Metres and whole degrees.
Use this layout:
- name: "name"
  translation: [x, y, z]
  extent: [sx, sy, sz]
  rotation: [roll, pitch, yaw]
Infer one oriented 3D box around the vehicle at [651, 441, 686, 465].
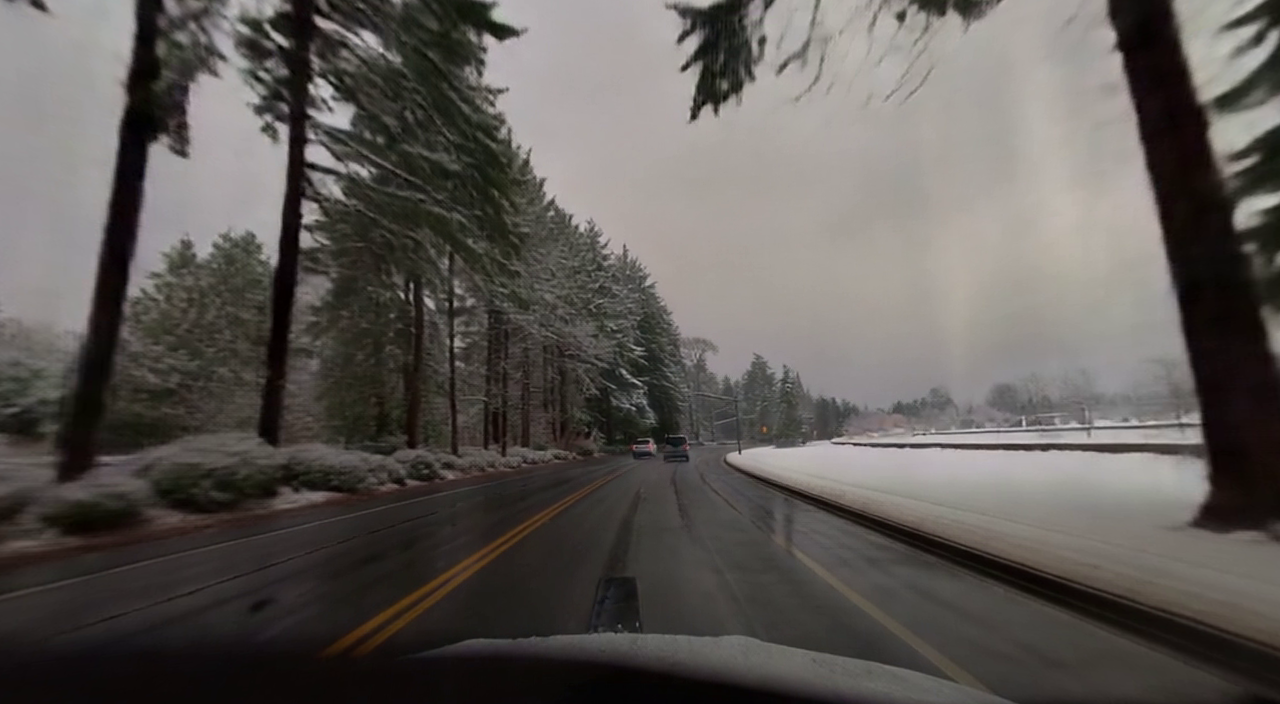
- name: "vehicle"
  translation: [1.921, 6.620, 41.606]
  extent: [2.071, 1.474, 4.047]
  rotation: [-1, -8, 5]
